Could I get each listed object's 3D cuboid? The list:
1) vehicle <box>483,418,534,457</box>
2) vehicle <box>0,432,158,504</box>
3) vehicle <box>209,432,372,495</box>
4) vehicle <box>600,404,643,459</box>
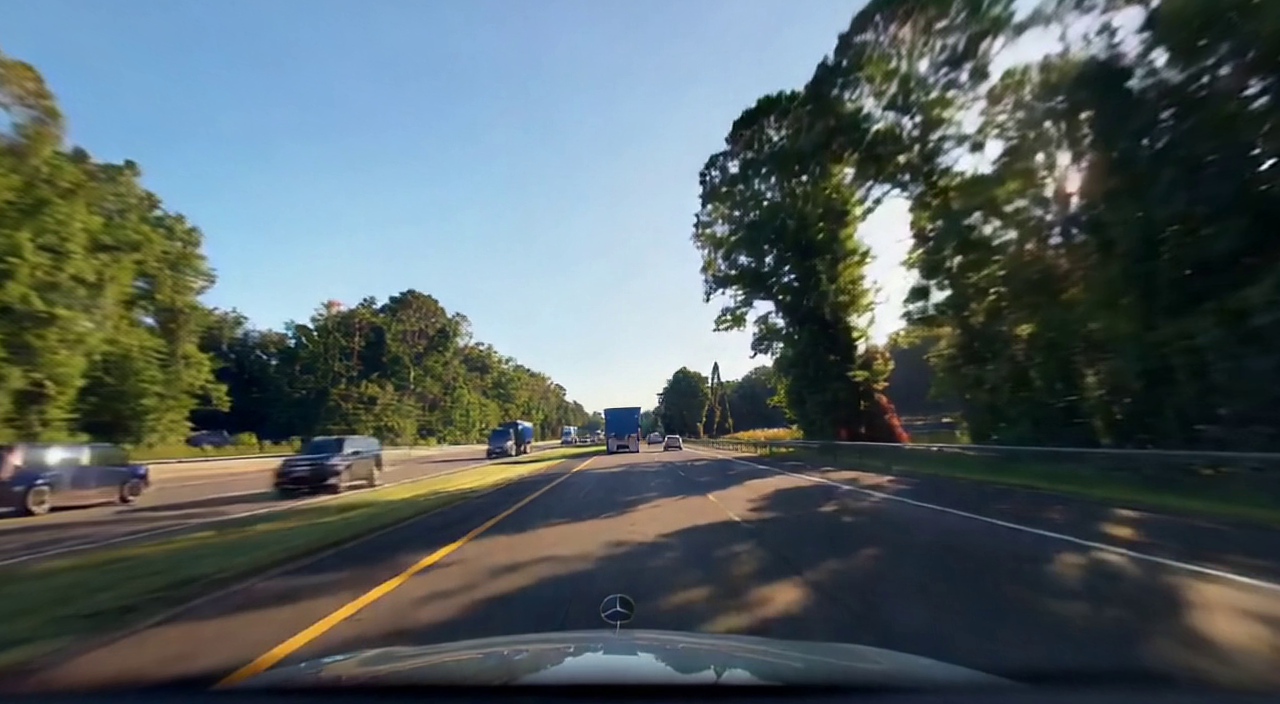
[{"bbox_3d":[-10.029,6.603,48.558,2.568,2.809,6.308,0,-8,0],"label":"vehicle"},{"bbox_3d":[-38.165,7.369,41.712,2.874,4.020,14.604,1,-8,-9],"label":"vehicle"},{"bbox_3d":[-9.261,2.952,17.207,1.949,1.471,4.555,0,-8,-2],"label":"vehicle"},{"bbox_3d":[-1.192,4.984,39.188,2.450,3.098,6.965,0,-8,-2],"label":"vehicle"}]
